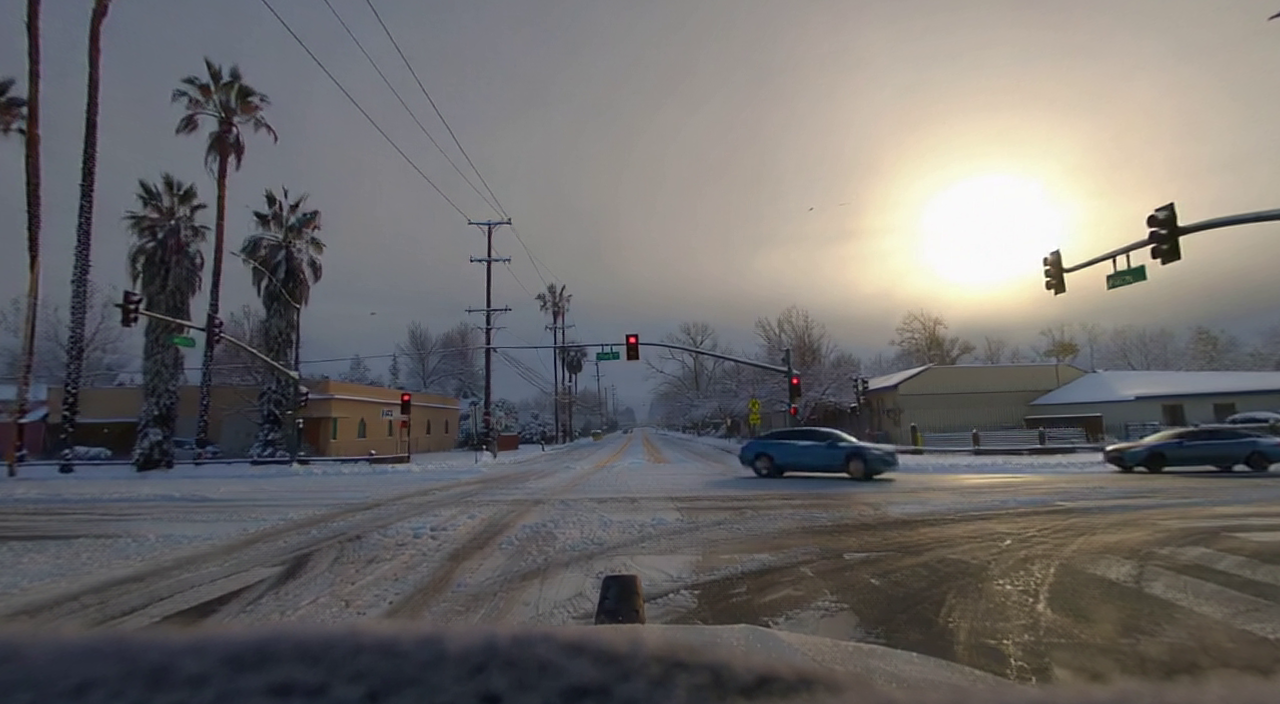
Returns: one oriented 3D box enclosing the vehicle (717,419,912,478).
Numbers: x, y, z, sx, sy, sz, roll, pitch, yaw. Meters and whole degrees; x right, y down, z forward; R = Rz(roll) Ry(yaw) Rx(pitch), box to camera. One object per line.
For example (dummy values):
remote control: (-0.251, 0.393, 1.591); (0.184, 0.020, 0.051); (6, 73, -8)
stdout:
vehicle: (4.974, 2.848, 18.675); (2.223, 1.490, 5.094); (8, -12, -43)

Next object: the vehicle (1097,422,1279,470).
vehicle: (18.247, 3.077, 20.642); (4.918, 1.479, 1.897); (-1, -9, 9)

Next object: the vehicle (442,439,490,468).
vehicle: (-11.968, 6.998, 43.777); (2.016, 1.717, 4.287); (0, -6, 1)

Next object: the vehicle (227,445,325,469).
vehicle: (-22.310, 6.429, 38.852); (4.849, 1.444, 1.881); (0, -8, 1)

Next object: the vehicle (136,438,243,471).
vehicle: (-25.920, 5.926, 36.458); (4.613, 1.820, 2.021); (-1, -9, 3)
